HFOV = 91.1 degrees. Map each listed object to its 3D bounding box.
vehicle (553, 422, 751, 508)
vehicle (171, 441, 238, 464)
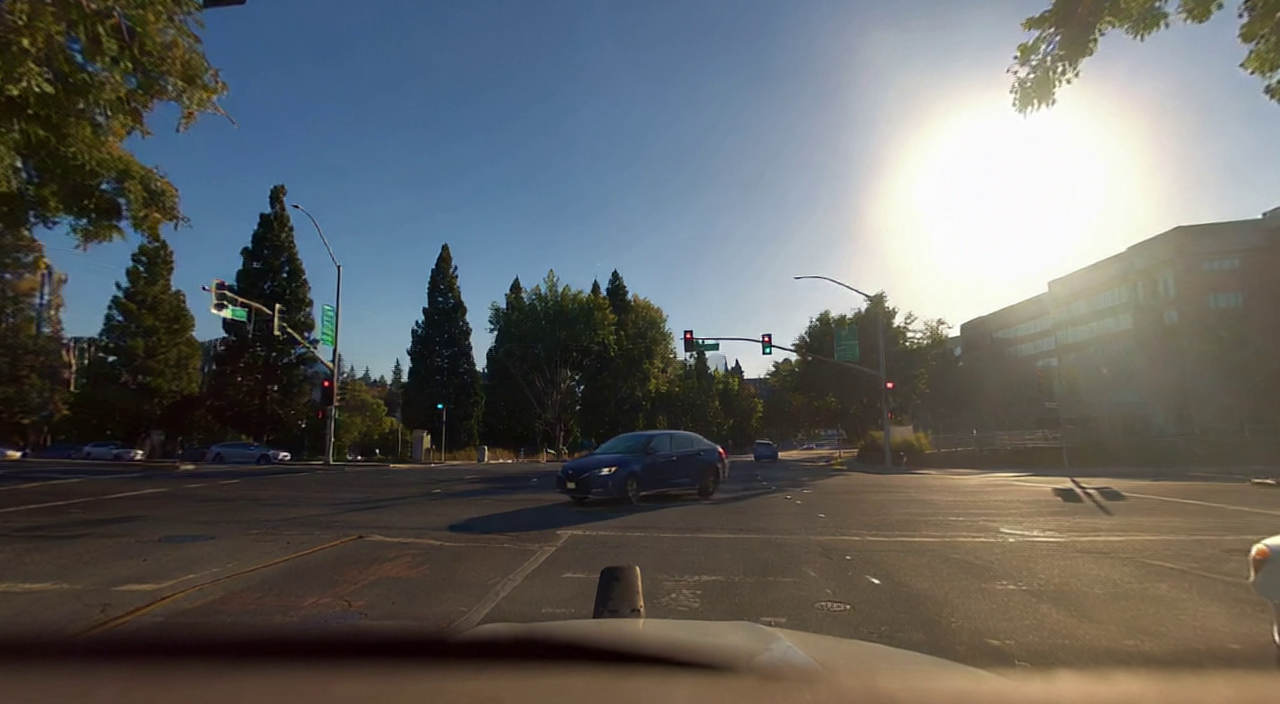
[{"bbox_3d":[0.411,2.672,15.310,4.580,1.768,2.134,7,-11,-42],"label":"vehicle"},{"bbox_3d":[-29.096,6.701,42.052,1.696,1.431,3.686,-1,-8,3],"label":"vehicle"}]
